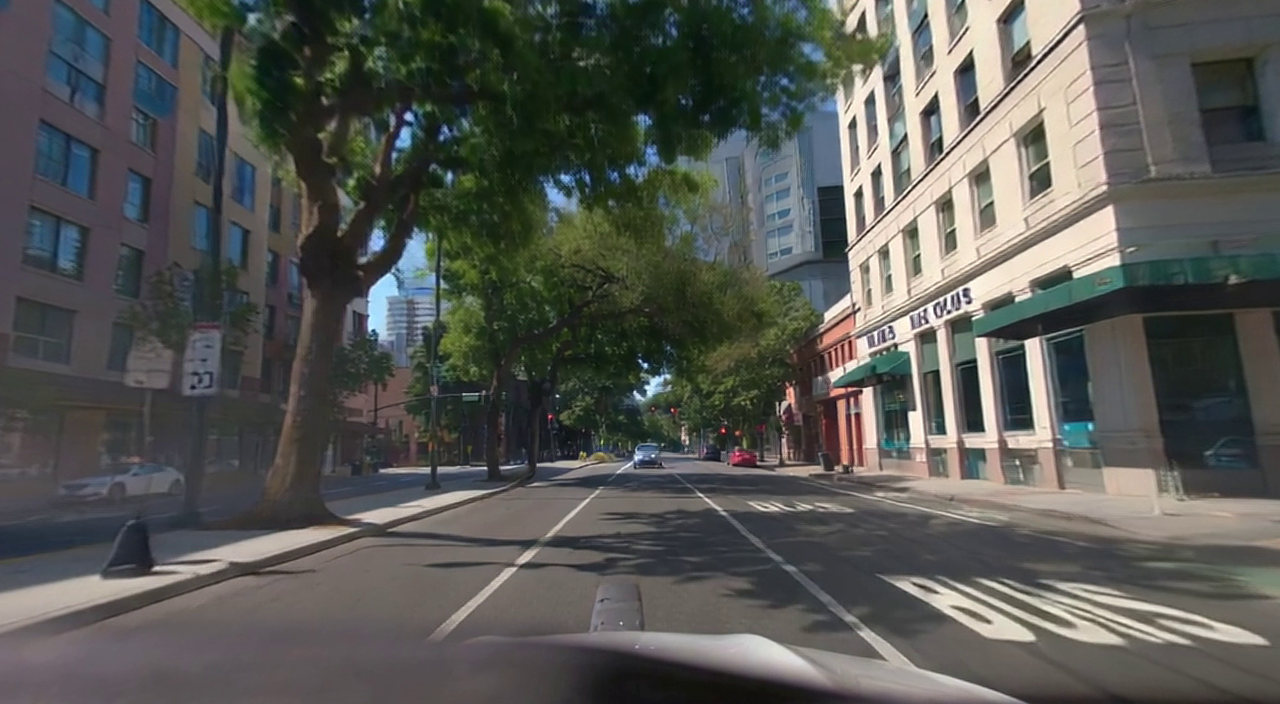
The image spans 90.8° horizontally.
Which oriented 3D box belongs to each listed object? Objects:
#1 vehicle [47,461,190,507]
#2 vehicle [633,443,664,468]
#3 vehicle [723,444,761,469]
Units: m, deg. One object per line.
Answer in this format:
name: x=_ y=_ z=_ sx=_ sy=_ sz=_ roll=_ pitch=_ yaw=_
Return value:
vehicle: x=-20.410 y=5.143 z=25.015 sx=1.840 sy=1.440 sz=4.442 roll=-3 pitch=-9 yaw=1
vehicle: x=0.672 y=7.826 z=48.049 sx=2.223 sy=1.775 sz=4.250 roll=-1 pitch=-8 yaw=1
vehicle: x=7.855 y=8.047 z=49.003 sx=1.987 sy=1.772 sz=4.749 roll=0 pitch=-8 yaw=-2
